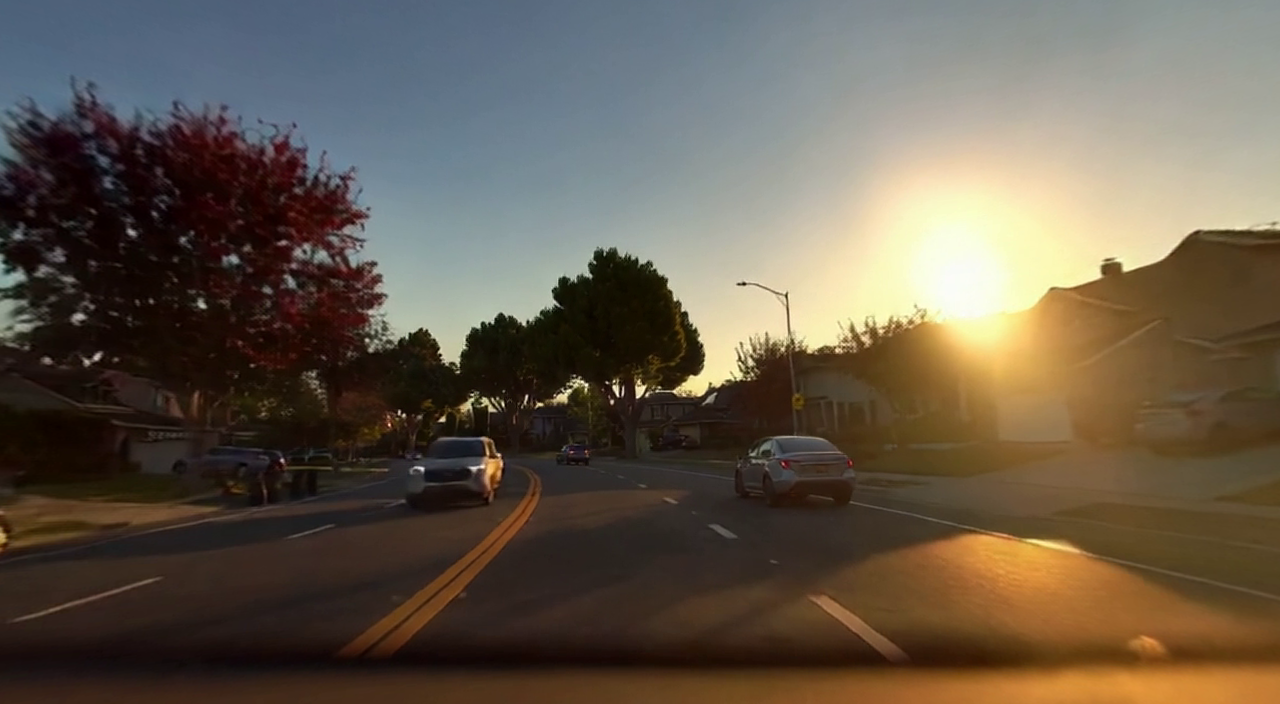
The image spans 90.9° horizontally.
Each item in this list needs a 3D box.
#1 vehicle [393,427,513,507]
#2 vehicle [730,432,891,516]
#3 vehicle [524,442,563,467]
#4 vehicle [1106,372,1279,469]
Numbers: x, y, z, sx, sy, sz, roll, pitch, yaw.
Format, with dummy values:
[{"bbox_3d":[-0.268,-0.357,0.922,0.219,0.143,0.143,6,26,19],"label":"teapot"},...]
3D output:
[{"bbox_3d":[-4.890,3.061,17.300,2.316,1.845,4.805,1,-8,-7],"label":"vehicle"},{"bbox_3d":[3.434,2.544,13.690,1.934,1.506,4.282,1,-8,-5],"label":"vehicle"},{"bbox_3d":[-6.994,7.317,45.333,2.106,1.667,4.367,2,-9,-17],"label":"vehicle"},{"bbox_3d":[14.910,1.643,15.895,4.455,1.795,2.331,-7,-6,-7],"label":"vehicle"}]
